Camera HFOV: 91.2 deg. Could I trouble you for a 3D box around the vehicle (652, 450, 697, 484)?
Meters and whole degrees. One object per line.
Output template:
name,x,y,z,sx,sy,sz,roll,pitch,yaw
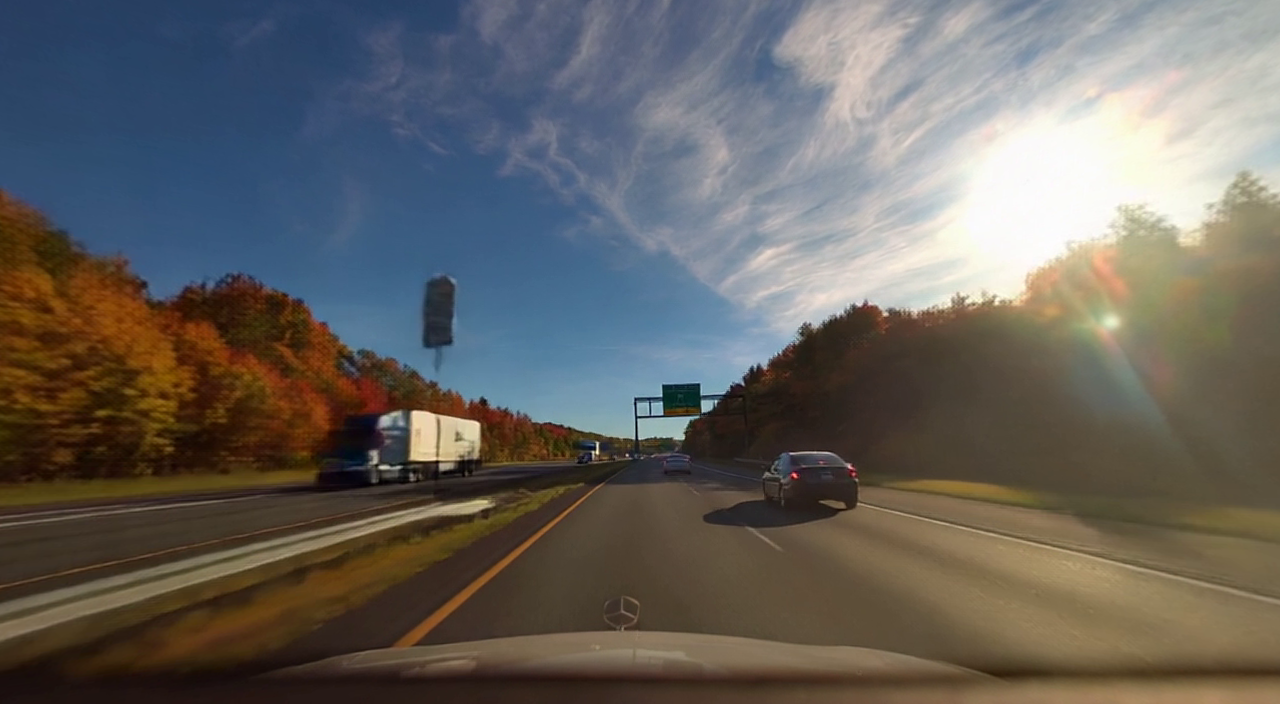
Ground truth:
vehicle,1.630,5.724,31.573,2.070,1.546,4.648,0,-9,1

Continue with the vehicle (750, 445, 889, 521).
vehicle,4.139,3.080,15.297,2.119,1.557,4.163,0,-9,0

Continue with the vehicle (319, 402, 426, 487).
vehicle,-13.749,4.832,32.795,2.861,4.069,5.249,0,-9,3
